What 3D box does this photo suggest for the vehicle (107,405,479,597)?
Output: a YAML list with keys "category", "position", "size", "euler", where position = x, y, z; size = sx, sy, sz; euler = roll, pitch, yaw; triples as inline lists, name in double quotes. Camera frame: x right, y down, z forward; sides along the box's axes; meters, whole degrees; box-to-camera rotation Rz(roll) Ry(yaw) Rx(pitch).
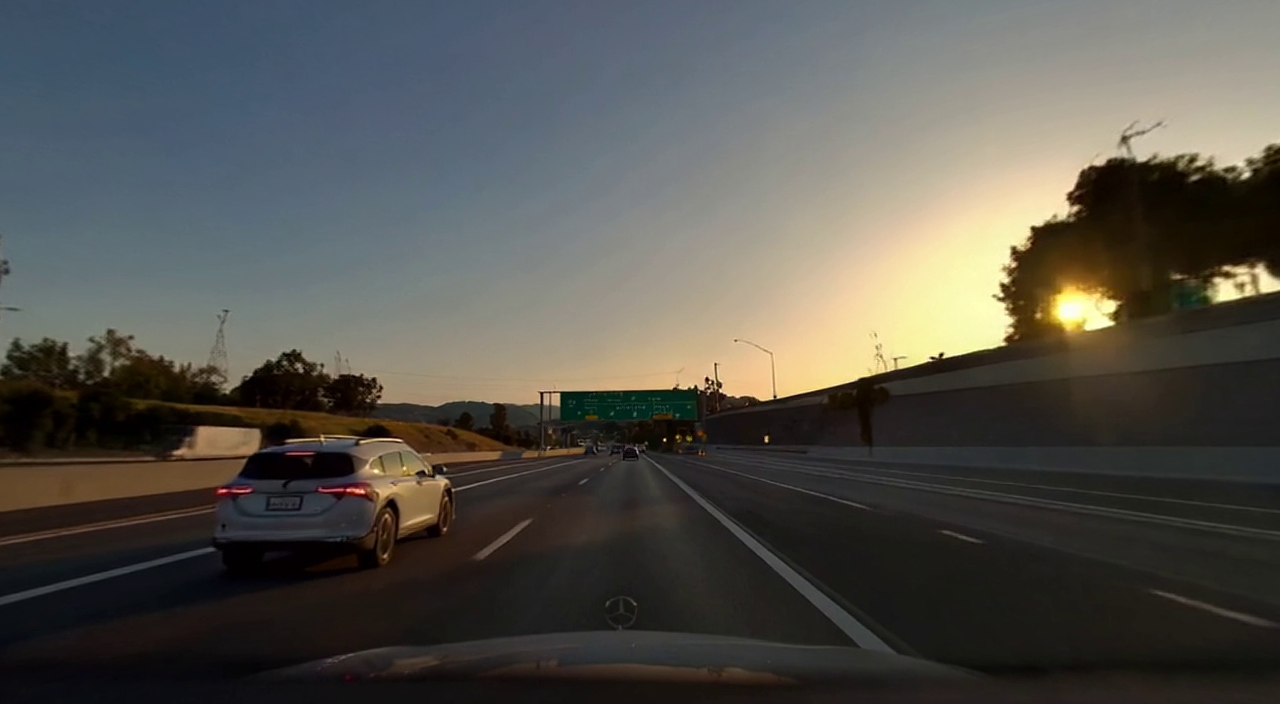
- category: "vehicle"
  position: [-3.647, 1.646, 7.862]
  size: [2.178, 1.699, 4.321]
  euler: [0, -8, -1]
